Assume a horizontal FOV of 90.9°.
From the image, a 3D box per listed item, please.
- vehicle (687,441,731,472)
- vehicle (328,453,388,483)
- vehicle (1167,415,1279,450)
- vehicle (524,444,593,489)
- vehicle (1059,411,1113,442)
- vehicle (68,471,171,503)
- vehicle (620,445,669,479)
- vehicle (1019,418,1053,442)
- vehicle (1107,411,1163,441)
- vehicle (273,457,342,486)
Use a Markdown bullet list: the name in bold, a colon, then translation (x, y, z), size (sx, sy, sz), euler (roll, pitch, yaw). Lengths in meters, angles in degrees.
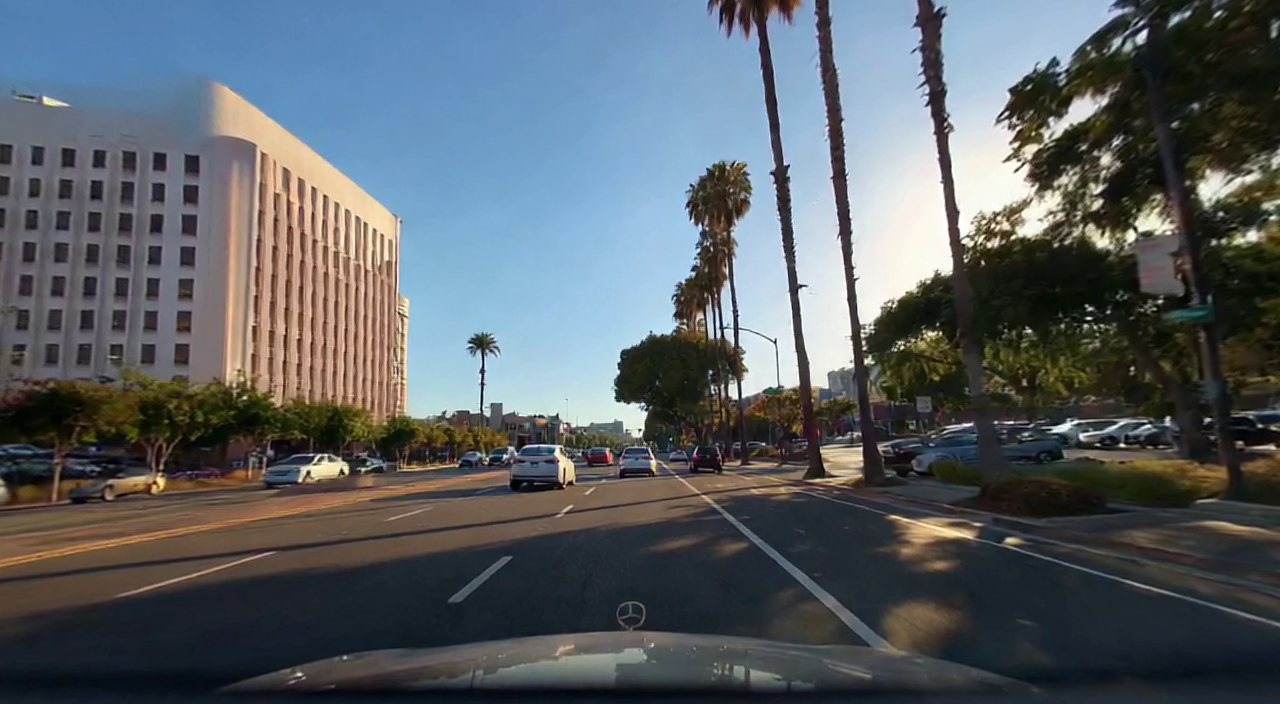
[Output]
- **vehicle**: translation (4.151, 6.363, 38.557), size (2.108, 1.785, 4.334), euler (0, -9, -1)
- **vehicle**: translation (-17.149, 7.053, 38.574), size (1.831, 1.611, 3.912), euler (0, -9, 1)
- **vehicle**: translation (27.276, 3.715, 28.822), size (1.815, 1.463, 4.379), euler (3, -9, -21)
- **vehicle**: translation (-2.935, 4.206, 23.605), size (1.908, 1.505, 4.369), euler (-1, -8, 1)
- **vehicle**: translation (27.762, 4.731, 39.368), size (2.102, 1.779, 4.903), euler (-5, -10, 28)
- **vehicle**: translation (-28.896, 7.461, 35.188), size (1.838, 1.469, 4.556), euler (-1, -9, 1)
- **vehicle**: translation (0.228, 5.167, 29.885), size (2.147, 1.507, 3.953), euler (0, -8, 0)
- **vehicle**: translation (27.932, 5.554, 44.526), size (1.781, 1.592, 3.879), euler (-5, -10, 30)
- **vehicle**: translation (30.572, 4.615, 39.032), size (1.955, 1.709, 4.014), euler (-5, -10, 28)
- **vehicle**: translation (-20.848, 7.491, 39.724), size (1.954, 1.588, 4.170), euler (-1, -9, 1)
